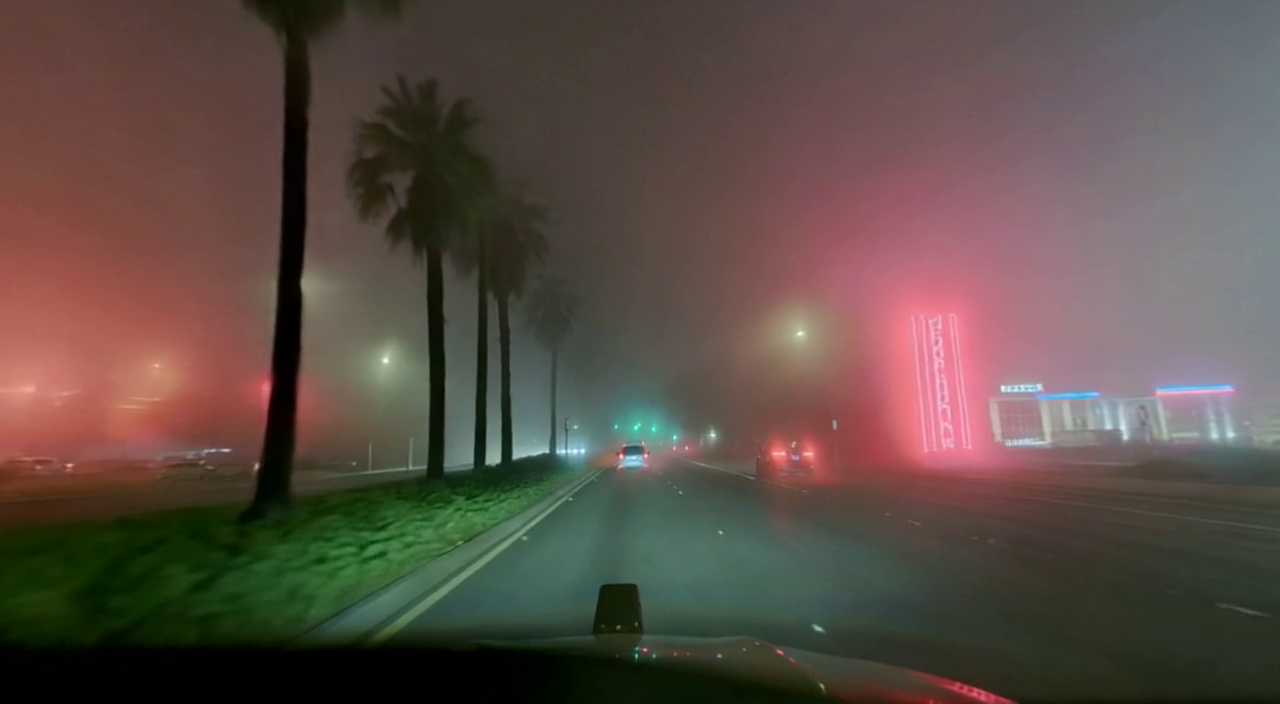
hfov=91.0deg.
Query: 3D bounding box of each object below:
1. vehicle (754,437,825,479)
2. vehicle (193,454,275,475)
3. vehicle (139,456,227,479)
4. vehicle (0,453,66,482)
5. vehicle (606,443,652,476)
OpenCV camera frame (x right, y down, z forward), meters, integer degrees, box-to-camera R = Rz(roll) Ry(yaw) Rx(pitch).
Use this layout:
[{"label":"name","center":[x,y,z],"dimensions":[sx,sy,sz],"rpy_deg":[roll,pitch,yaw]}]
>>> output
[{"label":"vehicle","center":[6.226,4.453,26.693],"dimensions":[1.949,1.647,3.894],"rpy_deg":[0,-8,-2]},{"label":"vehicle","center":[-31.136,8.598,48.358],"dimensions":[4.767,1.489,2.051],"rpy_deg":[0,-8,-3]},{"label":"vehicle","center":[-31.257,7.873,43.158],"dimensions":[4.452,1.470,2.016],"rpy_deg":[0,-9,-1]},{"label":"vehicle","center":[-44.581,8.205,45.032],"dimensions":[2.083,1.900,5.420],"rpy_deg":[0,-8,-4]},{"label":"vehicle","center":[-0.474,4.903,28.899],"dimensions":[1.970,1.402,3.756],"rpy_deg":[0,-8,-1]}]
